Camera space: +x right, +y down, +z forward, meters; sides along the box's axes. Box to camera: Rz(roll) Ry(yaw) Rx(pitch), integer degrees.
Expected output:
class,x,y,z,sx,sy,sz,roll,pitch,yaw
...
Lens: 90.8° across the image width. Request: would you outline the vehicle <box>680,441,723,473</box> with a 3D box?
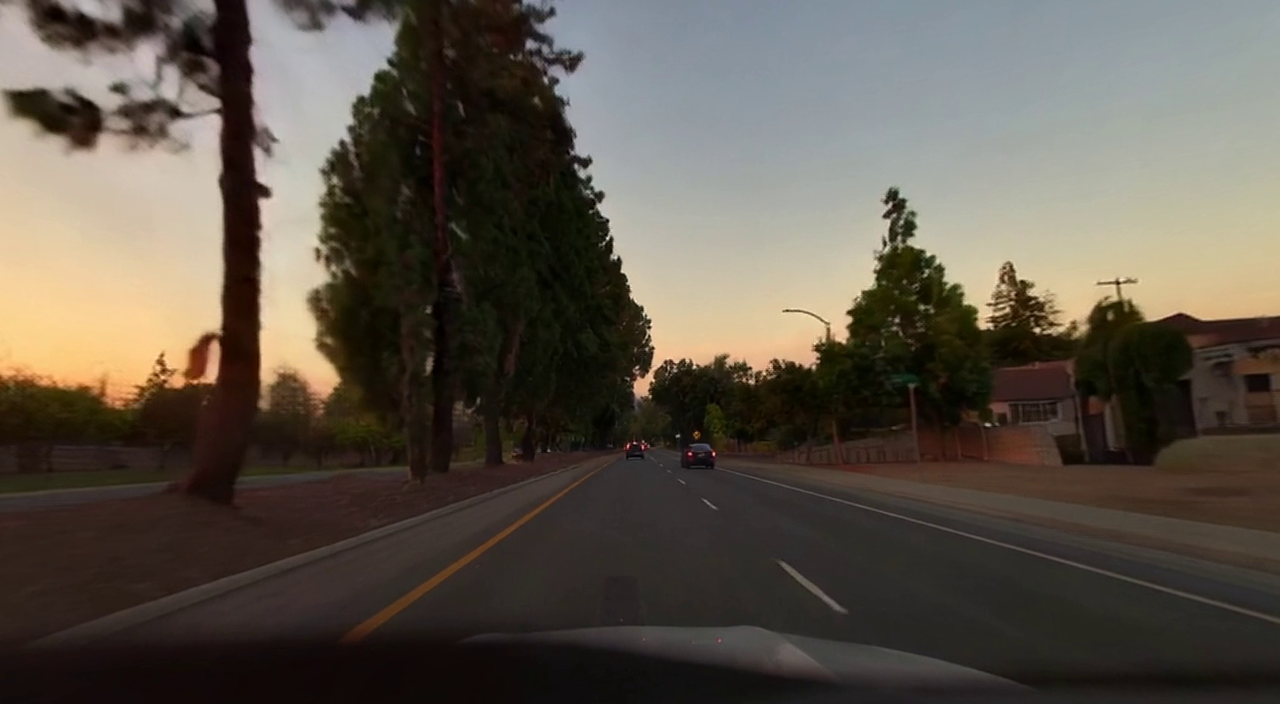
class,x,y,z,sx,sy,sz,roll,pitch,yaw
vehicle,3.358,5.788,35.163,1.888,1.640,4.044,0,-8,-2
